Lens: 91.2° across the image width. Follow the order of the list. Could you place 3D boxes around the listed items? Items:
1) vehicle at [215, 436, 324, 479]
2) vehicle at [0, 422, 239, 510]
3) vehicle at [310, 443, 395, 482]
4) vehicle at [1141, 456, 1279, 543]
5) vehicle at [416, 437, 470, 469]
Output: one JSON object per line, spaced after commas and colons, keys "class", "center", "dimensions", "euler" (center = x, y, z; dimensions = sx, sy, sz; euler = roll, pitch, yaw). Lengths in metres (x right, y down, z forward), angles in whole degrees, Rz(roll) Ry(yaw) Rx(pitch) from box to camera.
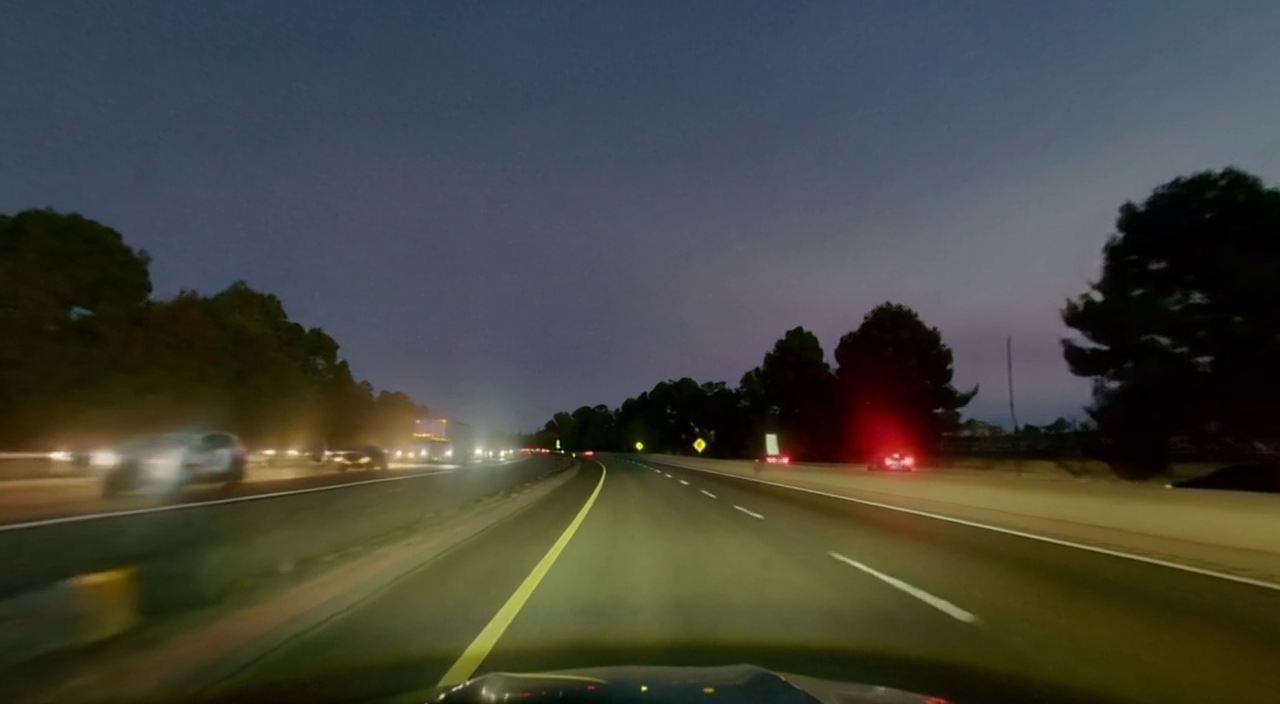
{"class": "vehicle", "center": [-16.549, 4.746, 28.378], "dimensions": [2.172, 1.731, 4.901], "euler": [0, -9, -4]}
{"class": "vehicle", "center": [-10.950, 2.407, 13.561], "dimensions": [1.924, 1.579, 4.165], "euler": [0, -9, -3]}
{"class": "vehicle", "center": [-11.601, 4.488, 25.614], "dimensions": [1.817, 1.455, 3.867], "euler": [0, -9, -3]}
{"class": "vehicle", "center": [12.618, 2.817, 12.125], "dimensions": [1.941, 1.536, 4.585], "euler": [0, -9, -1]}
{"class": "vehicle", "center": [-13.173, 6.831, 42.329], "dimensions": [2.195, 1.976, 5.455], "euler": [0, -9, -4]}
